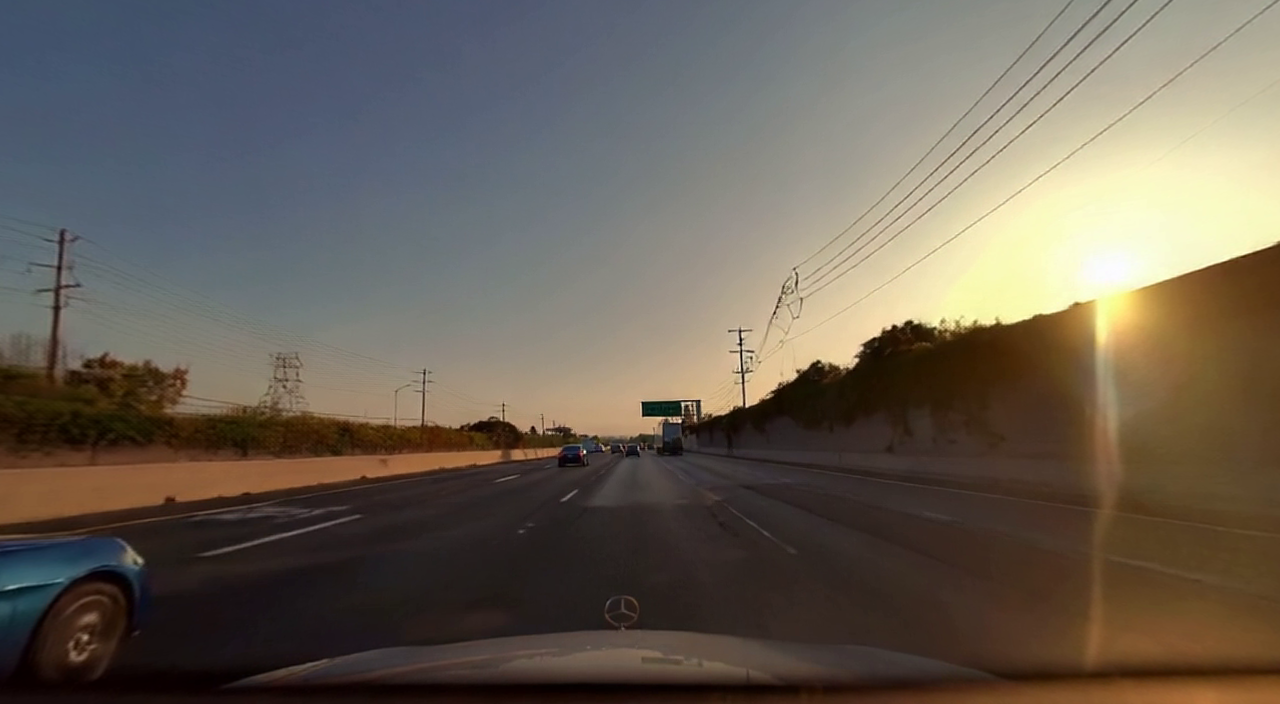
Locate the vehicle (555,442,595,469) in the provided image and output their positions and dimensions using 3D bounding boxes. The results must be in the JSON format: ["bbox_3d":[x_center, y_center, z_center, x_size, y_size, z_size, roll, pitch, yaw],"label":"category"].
[{"bbox_3d":[-3.886,6.288,38.370,2.009,1.533,4.175,0,-9,0],"label":"vehicle"}]
